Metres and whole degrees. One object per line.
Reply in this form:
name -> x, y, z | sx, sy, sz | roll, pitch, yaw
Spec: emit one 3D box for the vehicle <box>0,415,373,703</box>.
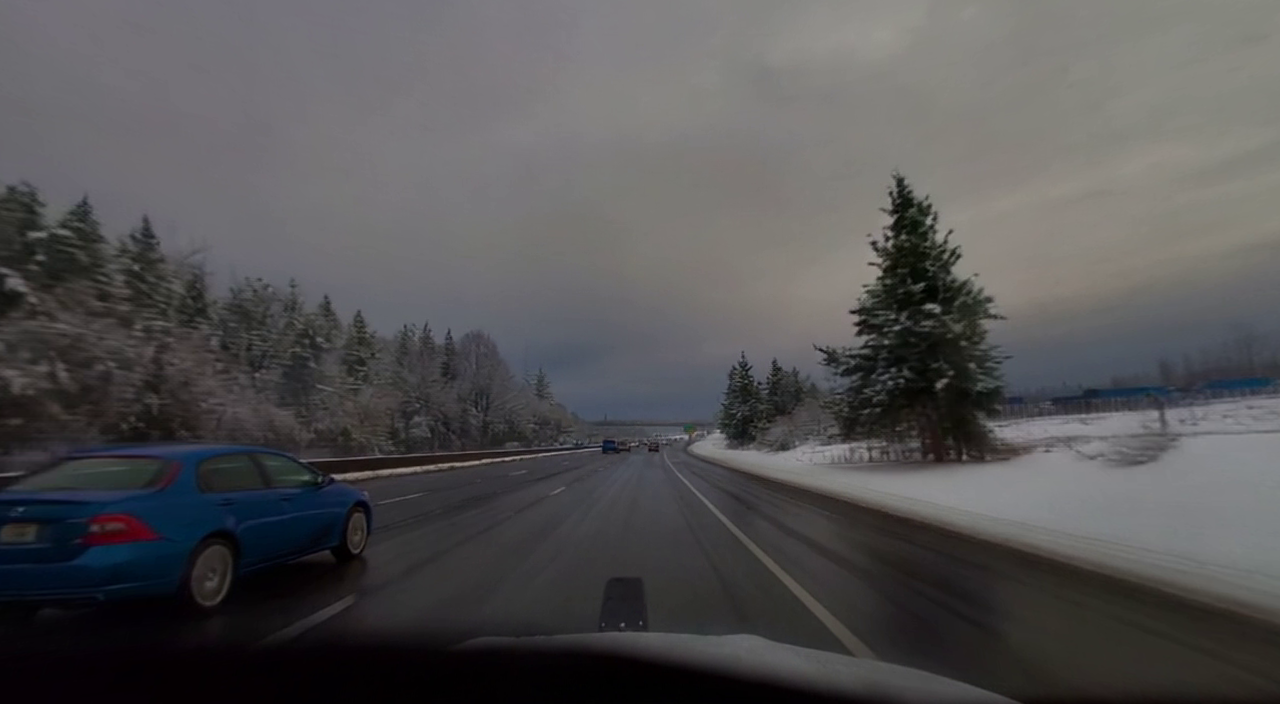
vehicle -> -4.187, 1.343, 5.117 | 1.996, 1.454, 4.495 | 0, -8, 1
